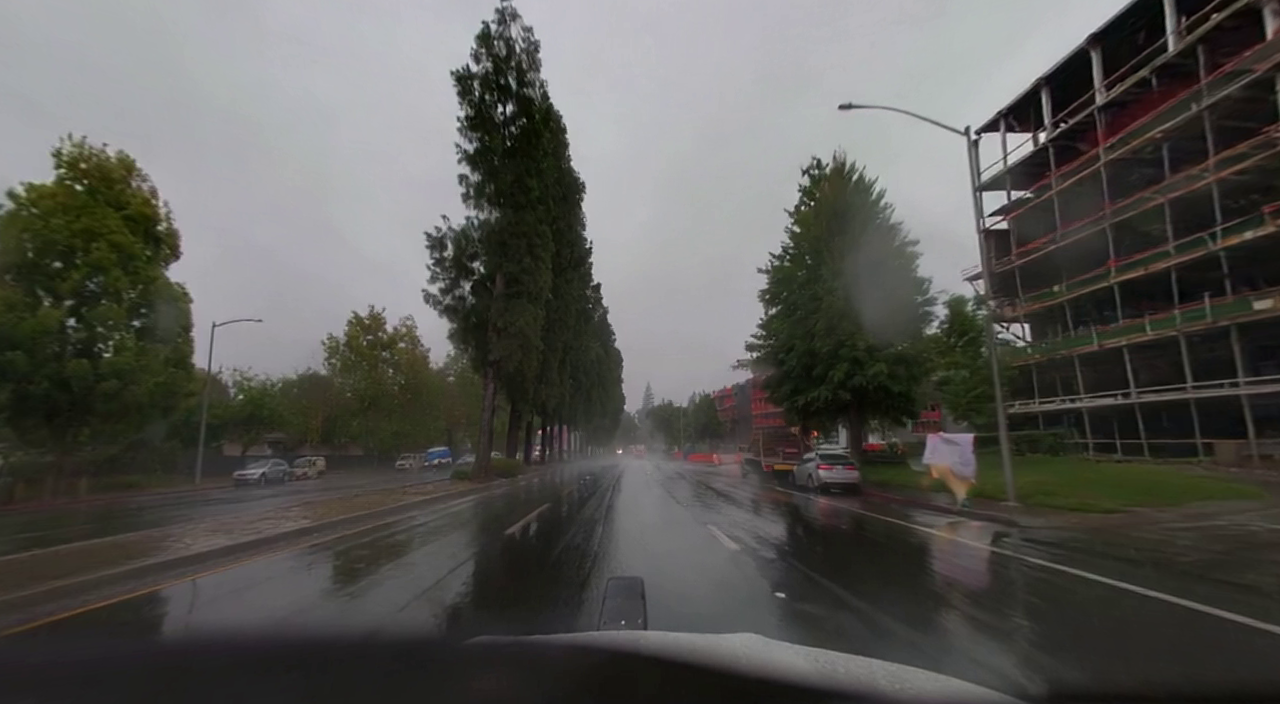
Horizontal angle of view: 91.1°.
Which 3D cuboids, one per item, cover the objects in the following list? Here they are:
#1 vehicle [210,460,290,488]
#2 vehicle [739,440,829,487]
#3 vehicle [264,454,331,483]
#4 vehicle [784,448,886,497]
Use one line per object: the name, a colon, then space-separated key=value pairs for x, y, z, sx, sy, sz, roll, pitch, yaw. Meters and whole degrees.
vehicle: x=-22.985 y=7.168 z=37.196 sx=1.862 sy=1.458 sz=4.701 roll=0 pitch=-8 yaw=-2
vehicle: x=6.313 y=4.977 z=28.606 sx=2.513 sy=1.890 sz=6.666 roll=0 pitch=-8 yaw=0
vehicle: x=-23.006 y=7.820 z=42.424 sx=2.006 sy=1.755 sz=4.476 roll=0 pitch=-8 yaw=-1
vehicle: x=6.439 y=4.007 z=21.340 sx=1.860 sy=1.467 sz=4.576 roll=0 pitch=-8 yaw=-2
